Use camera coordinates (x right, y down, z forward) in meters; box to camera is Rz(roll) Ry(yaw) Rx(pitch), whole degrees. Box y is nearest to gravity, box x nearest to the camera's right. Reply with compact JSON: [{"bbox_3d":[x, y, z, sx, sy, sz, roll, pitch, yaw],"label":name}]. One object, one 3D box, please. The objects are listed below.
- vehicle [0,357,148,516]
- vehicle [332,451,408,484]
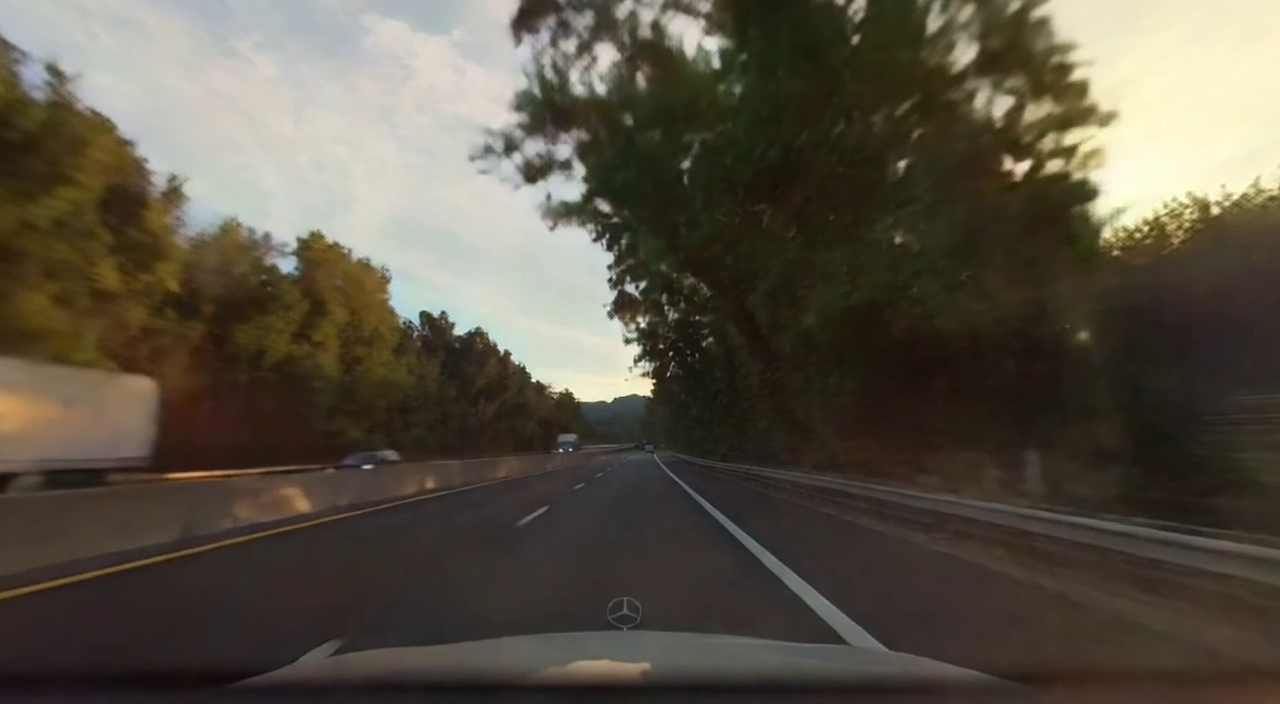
[{"bbox_3d":[-17.863,1.791,13.668,2.877,4.022,14.209,0,-9,0],"label":"vehicle"},{"bbox_3d":[-13.421,5.747,31.607,1.864,1.493,4.344,0,-9,0],"label":"vehicle"}]
